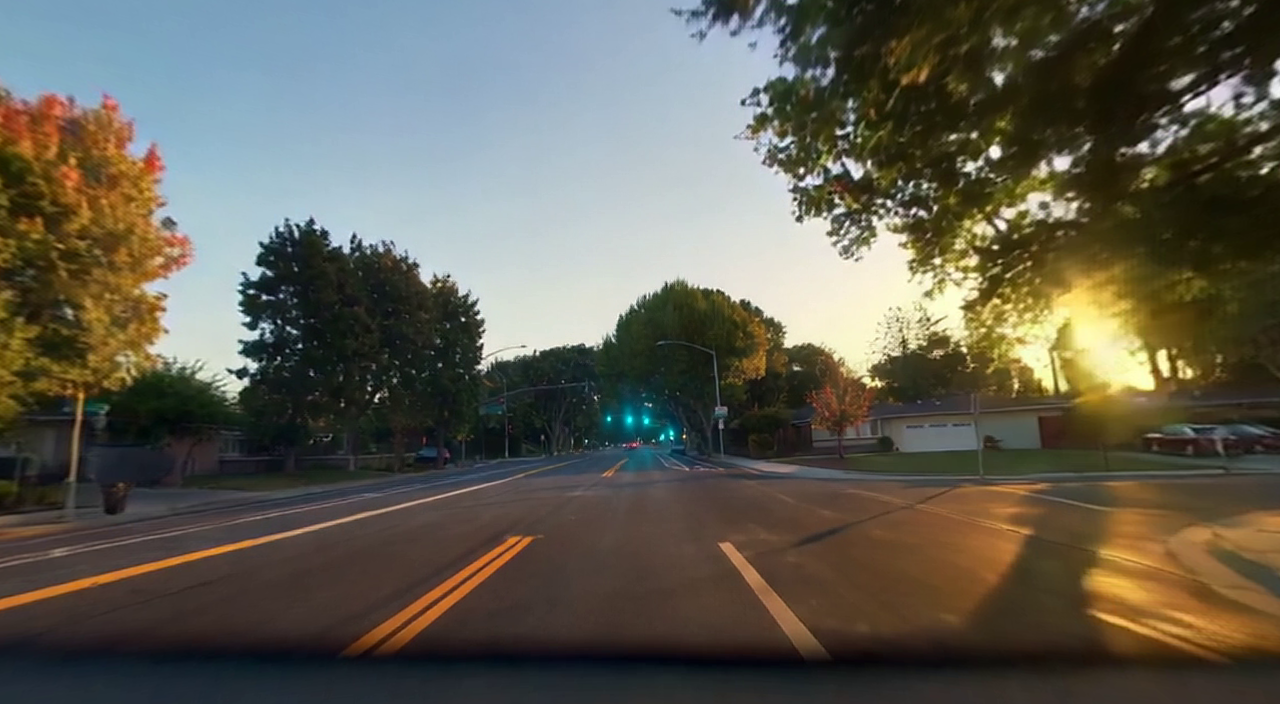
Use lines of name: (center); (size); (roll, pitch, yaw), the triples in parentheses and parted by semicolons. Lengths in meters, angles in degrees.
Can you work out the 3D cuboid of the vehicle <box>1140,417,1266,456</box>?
vehicle: (28.617, 4.378, 32.295); (2.041, 1.826, 4.925); (0, -8, 3)
